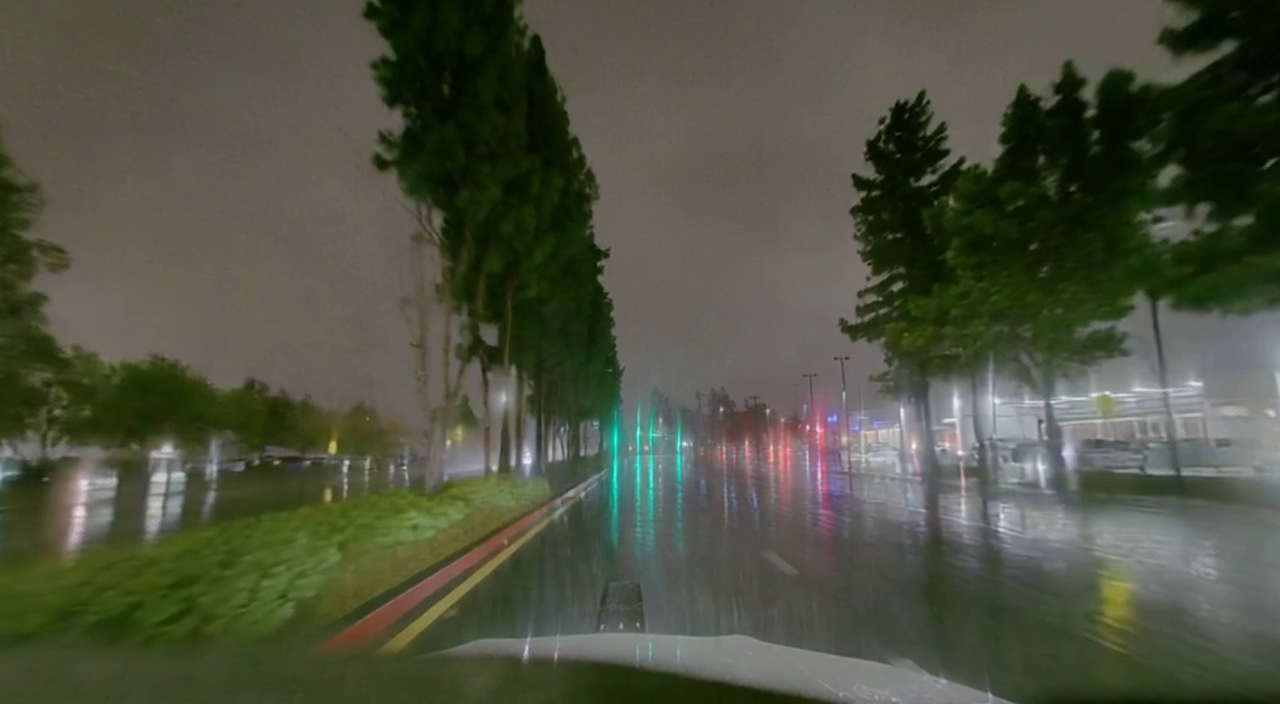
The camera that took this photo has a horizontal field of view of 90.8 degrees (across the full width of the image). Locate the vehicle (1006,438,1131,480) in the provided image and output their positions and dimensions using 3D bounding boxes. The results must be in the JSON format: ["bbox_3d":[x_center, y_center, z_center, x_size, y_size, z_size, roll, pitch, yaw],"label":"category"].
[{"bbox_3d":[18.288,4.508,26.974,4.788,1.660,2.043,3,-9,-23],"label":"vehicle"}]

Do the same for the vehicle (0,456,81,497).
[{"bbox_3d":[-26.806,5.257,26.814,4.193,1.585,1.956,0,-8,0],"label":"vehicle"}]

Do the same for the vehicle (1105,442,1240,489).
[{"bbox_3d":[17.898,3.760,21.214,4.496,1.423,1.700,4,-10,-27],"label":"vehicle"}]
